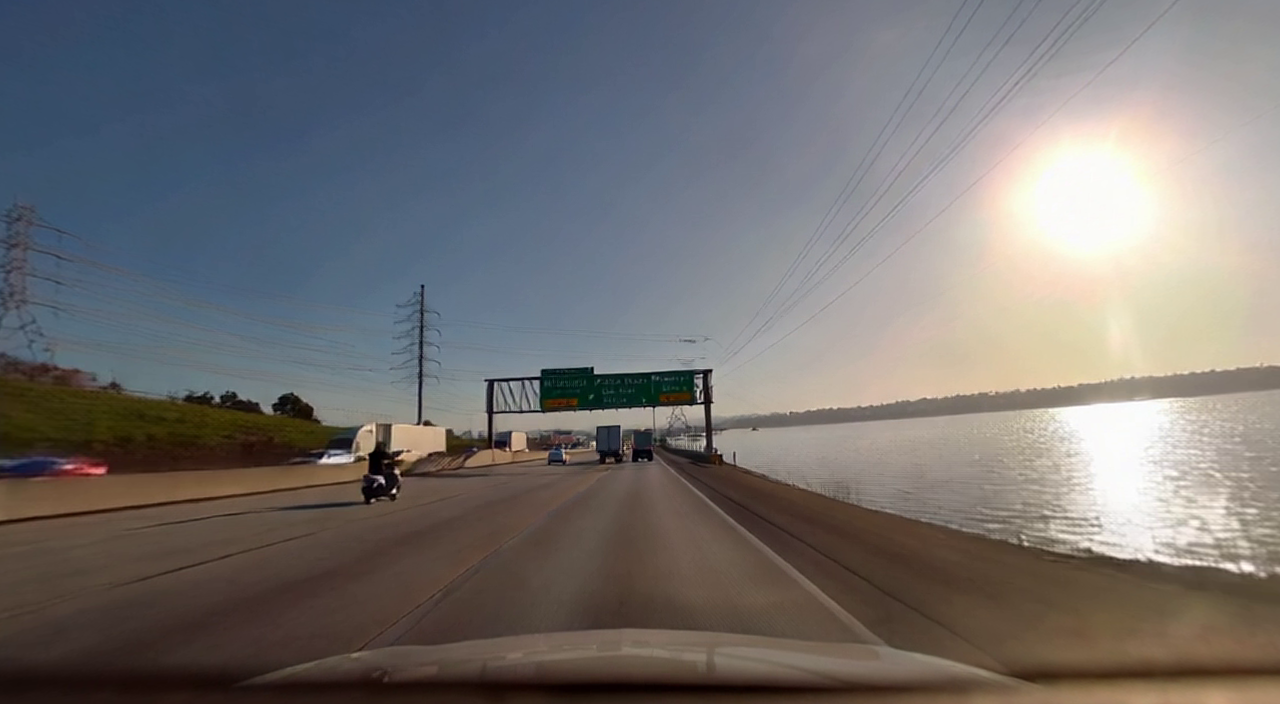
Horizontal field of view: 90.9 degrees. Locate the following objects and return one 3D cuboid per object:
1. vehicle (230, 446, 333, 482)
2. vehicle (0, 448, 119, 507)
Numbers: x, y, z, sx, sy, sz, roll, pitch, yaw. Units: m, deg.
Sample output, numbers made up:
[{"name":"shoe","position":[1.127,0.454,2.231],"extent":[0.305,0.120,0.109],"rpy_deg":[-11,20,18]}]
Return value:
[{"name":"vehicle","position":[-16.990,5.311,30.228],"extent":[2.008,1.534,4.910],"rpy_deg":[-1,-9,1]},{"name":"vehicle","position":[-21.281,4.253,21.762],"extent":[2.518,1.848,4.807],"rpy_deg":[-1,-9,-1]}]
